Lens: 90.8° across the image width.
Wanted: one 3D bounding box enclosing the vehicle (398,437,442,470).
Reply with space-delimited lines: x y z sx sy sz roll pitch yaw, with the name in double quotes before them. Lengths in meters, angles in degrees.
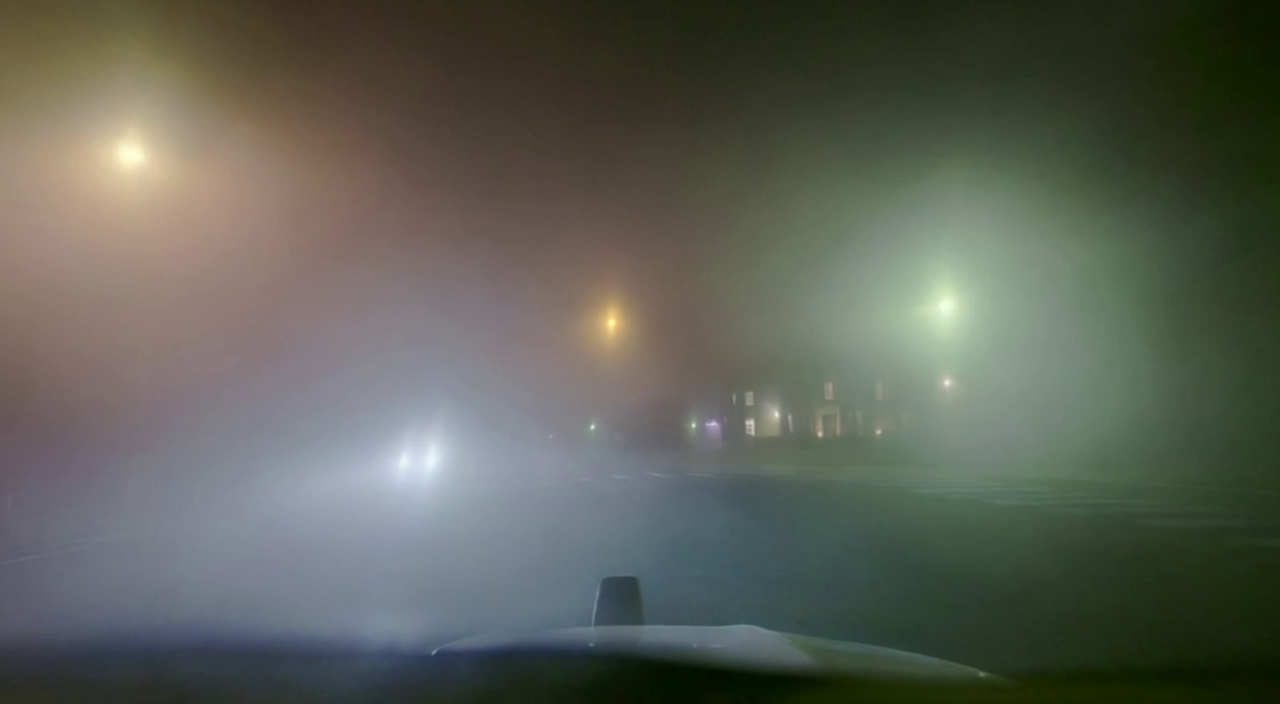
"vehicle" -13.346 6.170 38.581 2.247 1.801 4.672 2 -9 -16
